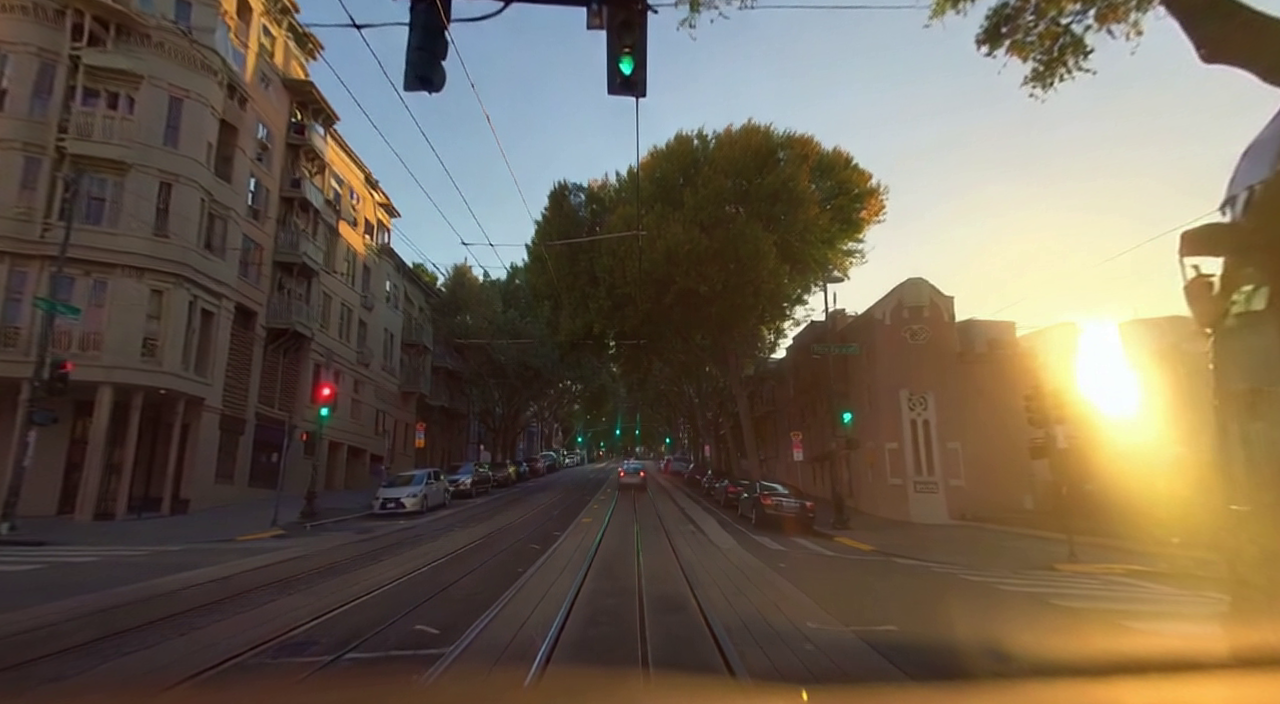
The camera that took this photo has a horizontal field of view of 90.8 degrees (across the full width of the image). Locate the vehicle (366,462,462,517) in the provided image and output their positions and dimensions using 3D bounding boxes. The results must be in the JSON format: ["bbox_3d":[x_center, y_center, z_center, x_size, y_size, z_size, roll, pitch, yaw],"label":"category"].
[{"bbox_3d":[-7.412,4.685,21.135,1.779,1.588,3.953,2,-15,-2],"label":"vehicle"}]

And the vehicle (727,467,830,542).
[{"bbox_3d":[3.850,4.293,18.311,1.929,1.723,4.134,0,-9,-2],"label":"vehicle"}]

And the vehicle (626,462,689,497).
[{"bbox_3d":[0.856,6.604,32.953,1.984,1.571,3.404,4,-9,-24],"label":"vehicle"}]

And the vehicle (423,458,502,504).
[{"bbox_3d":[-7.405,5.486,26.919,1.861,1.751,4.550,1,-11,2],"label":"vehicle"}]
